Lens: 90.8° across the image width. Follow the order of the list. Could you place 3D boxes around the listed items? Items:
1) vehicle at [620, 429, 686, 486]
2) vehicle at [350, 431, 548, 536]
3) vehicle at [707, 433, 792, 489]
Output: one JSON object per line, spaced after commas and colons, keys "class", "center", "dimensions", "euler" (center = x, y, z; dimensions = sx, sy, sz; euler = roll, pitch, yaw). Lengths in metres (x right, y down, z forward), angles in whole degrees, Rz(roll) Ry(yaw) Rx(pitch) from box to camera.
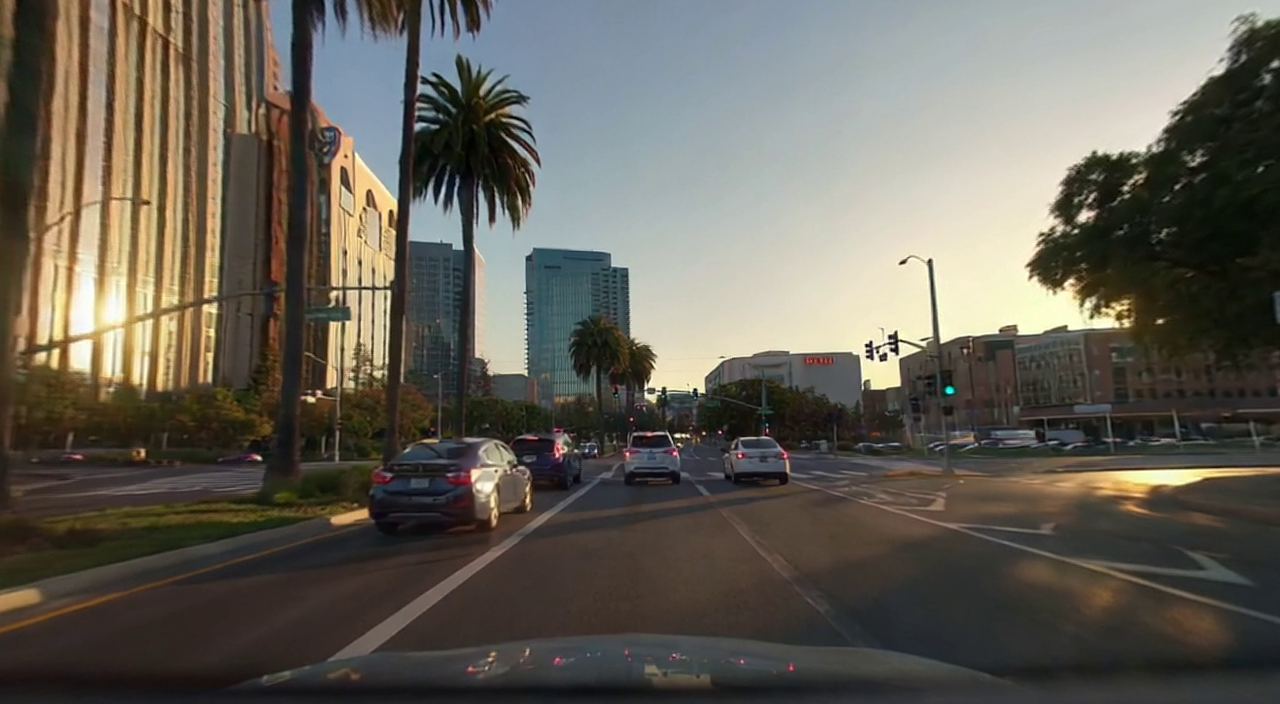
{"class": "vehicle", "center": [0.433, 3.605, 21.754], "dimensions": [2.060, 1.730, 4.257], "euler": [0, -9, 1]}
{"class": "vehicle", "center": [-3.063, 2.228, 11.353], "dimensions": [1.962, 1.480, 4.605], "euler": [-1, -9, 2]}
{"class": "vehicle", "center": [3.347, 3.429, 20.123], "dimensions": [1.936, 1.567, 3.896], "euler": [0, -9, -1]}
